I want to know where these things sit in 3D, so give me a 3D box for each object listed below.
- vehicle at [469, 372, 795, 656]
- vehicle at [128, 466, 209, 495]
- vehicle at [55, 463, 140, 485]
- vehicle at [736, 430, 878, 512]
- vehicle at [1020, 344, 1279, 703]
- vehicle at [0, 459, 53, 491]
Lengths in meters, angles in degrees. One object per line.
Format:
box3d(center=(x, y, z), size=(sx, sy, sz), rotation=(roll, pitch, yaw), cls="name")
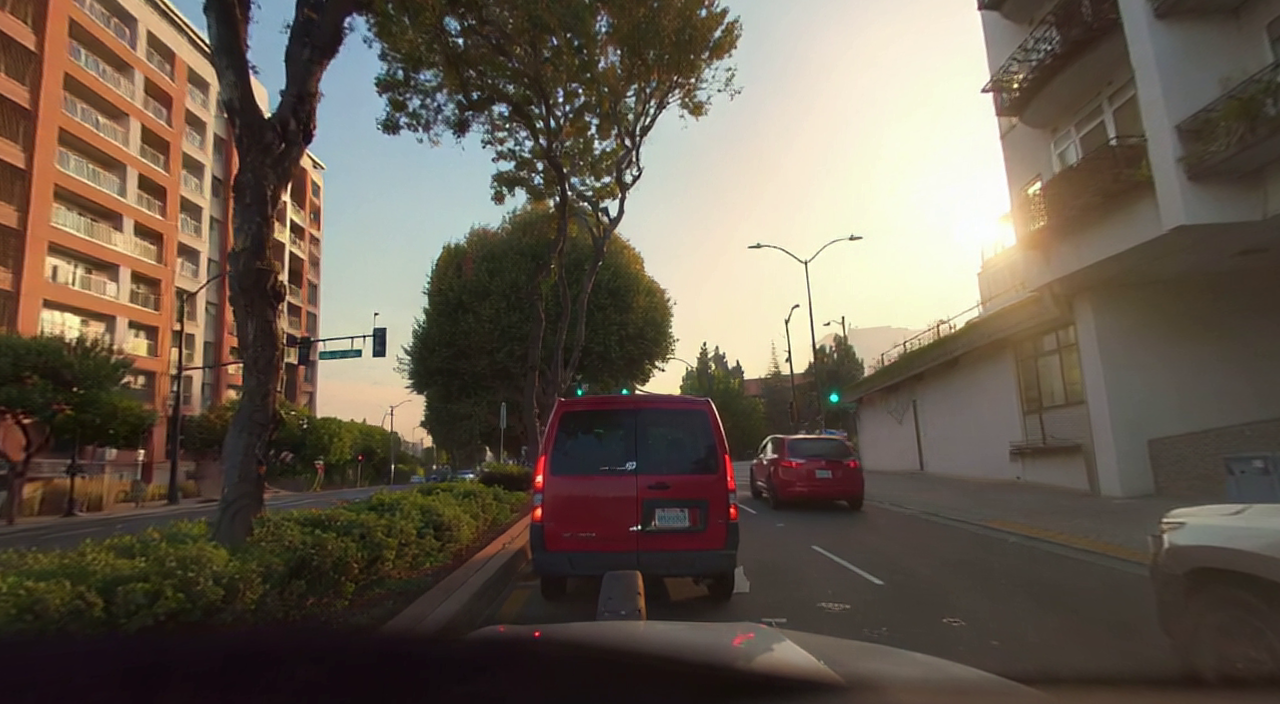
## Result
box3d(center=(-0.039, 1.368, 6.304), size=(2.101, 1.828, 4.270), rotation=(0, -9, 0), cls="vehicle")
box3d(center=(-33.223, 9.069, 44.528), size=(4.292, 1.492, 1.772), rotation=(-6, -14, -1), cls="vehicle")
box3d(center=(-38.390, 8.635, 44.655), size=(4.396, 1.458, 1.809), rotation=(-1, -9, 2), cls="vehicle")
box3d(center=(3.838, 2.837, 15.496), size=(2.061, 1.676, 4.734), rotation=(0, -9, -2), cls="vehicle")
box3d(center=(3.805, 0.797, 2.373), size=(2.157, 1.748, 4.130), rotation=(0, -9, 1), cls="vehicle")
box3d(center=(-35.482, 6.851, 35.189), size=(3.843, 1.680, 1.782), rotation=(-1, -9, 6), cls="vehicle")
